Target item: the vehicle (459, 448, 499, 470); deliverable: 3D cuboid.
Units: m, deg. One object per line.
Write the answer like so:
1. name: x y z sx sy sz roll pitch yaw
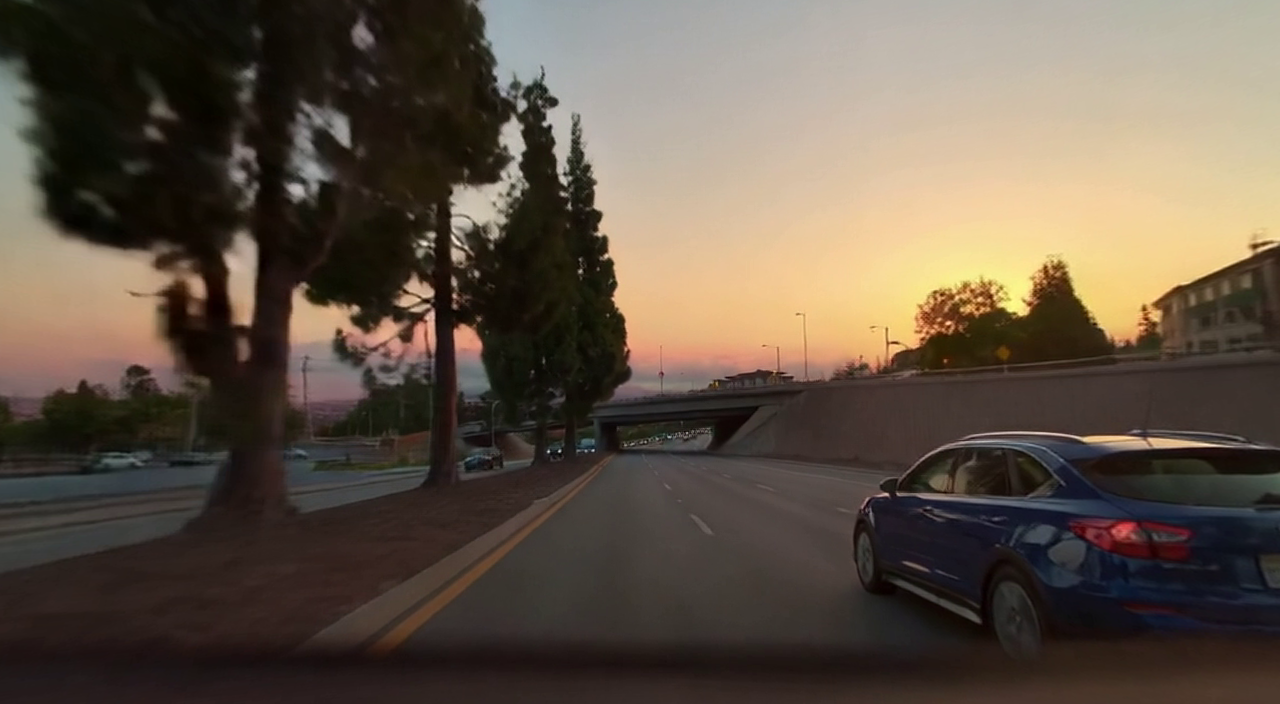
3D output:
1. vehicle: -12.360 8.260 48.855 1.932 1.615 4.235 0 -9 0
